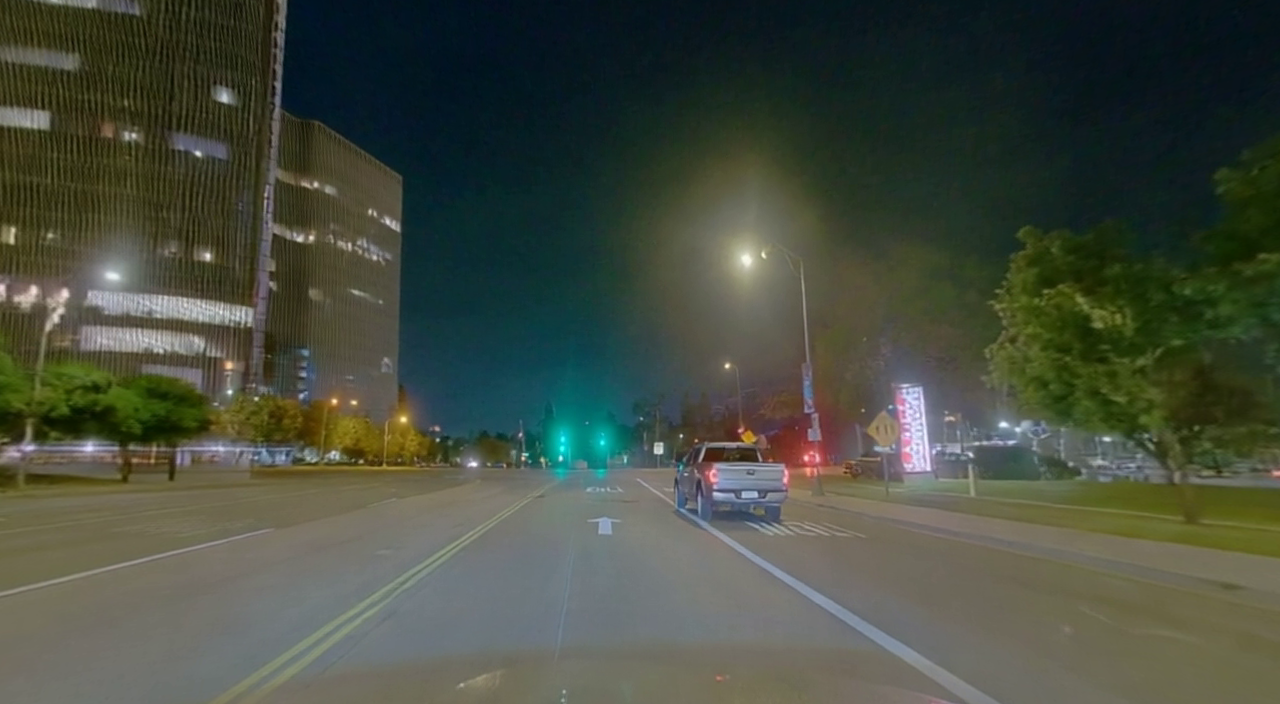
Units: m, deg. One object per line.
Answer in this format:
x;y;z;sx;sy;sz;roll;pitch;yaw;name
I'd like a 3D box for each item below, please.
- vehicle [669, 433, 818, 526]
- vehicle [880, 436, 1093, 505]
2.321;3.134;16.157;2.402;1.922;5.677;1;-9;-5;vehicle
14.558;5.057;26.917;7.551;2.142;2.896;5;-11;-4;vehicle
